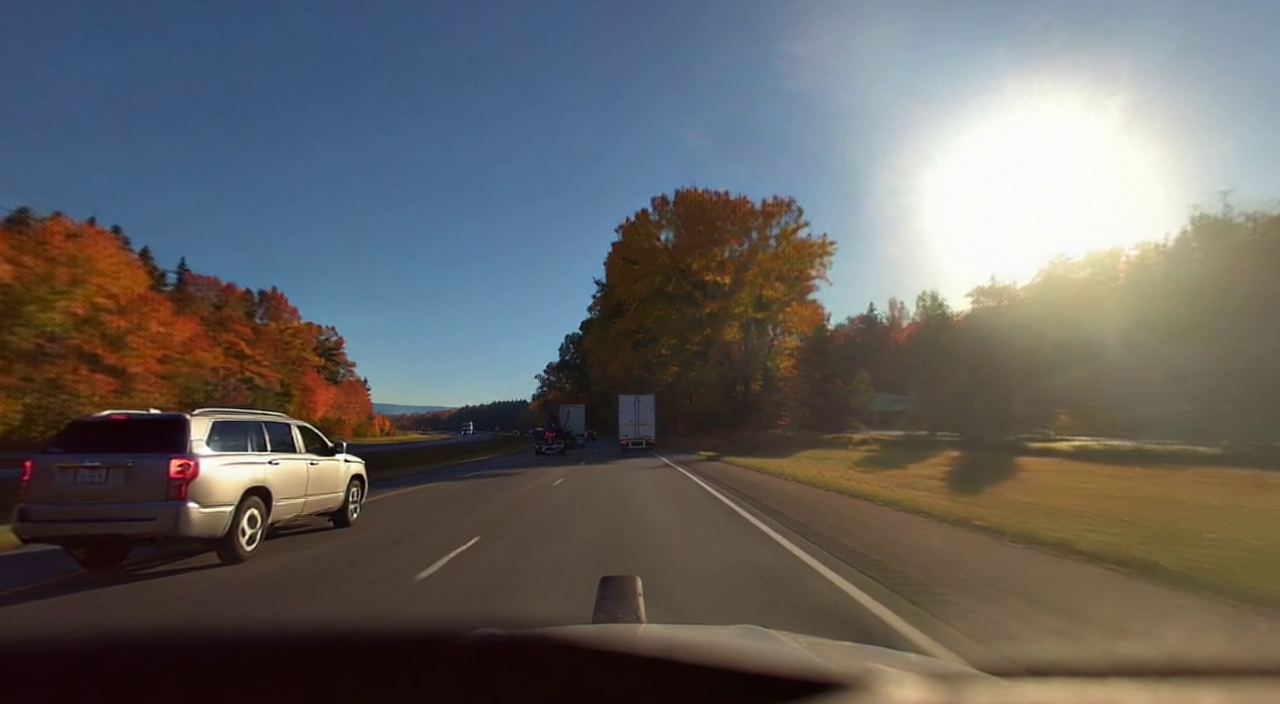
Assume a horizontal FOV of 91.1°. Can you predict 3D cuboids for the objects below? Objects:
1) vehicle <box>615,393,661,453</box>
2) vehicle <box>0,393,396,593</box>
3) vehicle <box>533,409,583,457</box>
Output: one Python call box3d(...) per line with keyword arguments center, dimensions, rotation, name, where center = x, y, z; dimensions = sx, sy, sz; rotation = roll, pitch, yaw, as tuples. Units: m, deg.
box3d(center=(-0.246, 5.314, 46.391), dimensions=(3.078, 3.955, 8.774), rotation=(0, -8, -2), name="vehicle")
box3d(center=(-4.892, 1.484, 7.590), dimensions=(2.089, 1.669, 4.515), rotation=(0, -8, 0), name="vehicle")
box3d(center=(-4.953, 5.040, 38.940), dimensions=(2.383, 2.726, 5.677), rotation=(0, -8, 0), name="vehicle")
